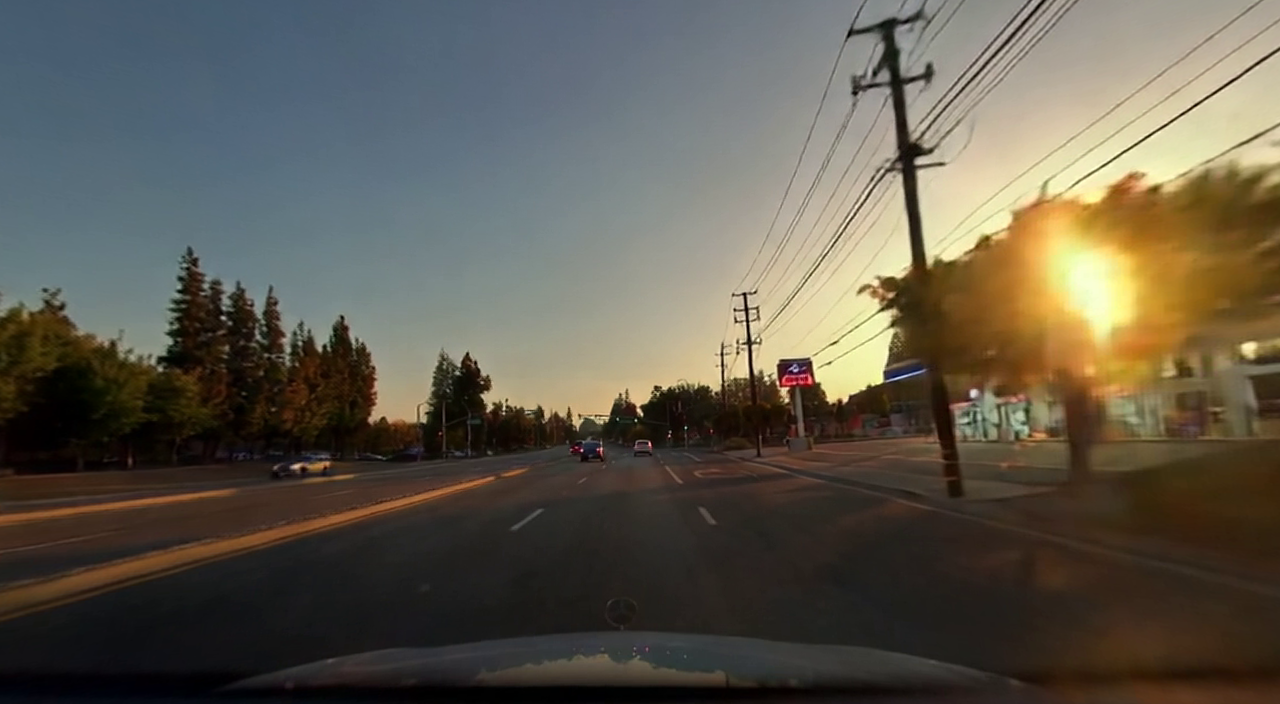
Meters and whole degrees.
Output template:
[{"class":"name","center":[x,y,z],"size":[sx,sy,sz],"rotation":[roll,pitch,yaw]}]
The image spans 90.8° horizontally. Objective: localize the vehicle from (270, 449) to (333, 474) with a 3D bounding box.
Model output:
[{"class":"vehicle","center":[-24.886,8.066,46.654],"size":[2.210,1.716,4.539],"rotation":[0,-8,-1]}]
